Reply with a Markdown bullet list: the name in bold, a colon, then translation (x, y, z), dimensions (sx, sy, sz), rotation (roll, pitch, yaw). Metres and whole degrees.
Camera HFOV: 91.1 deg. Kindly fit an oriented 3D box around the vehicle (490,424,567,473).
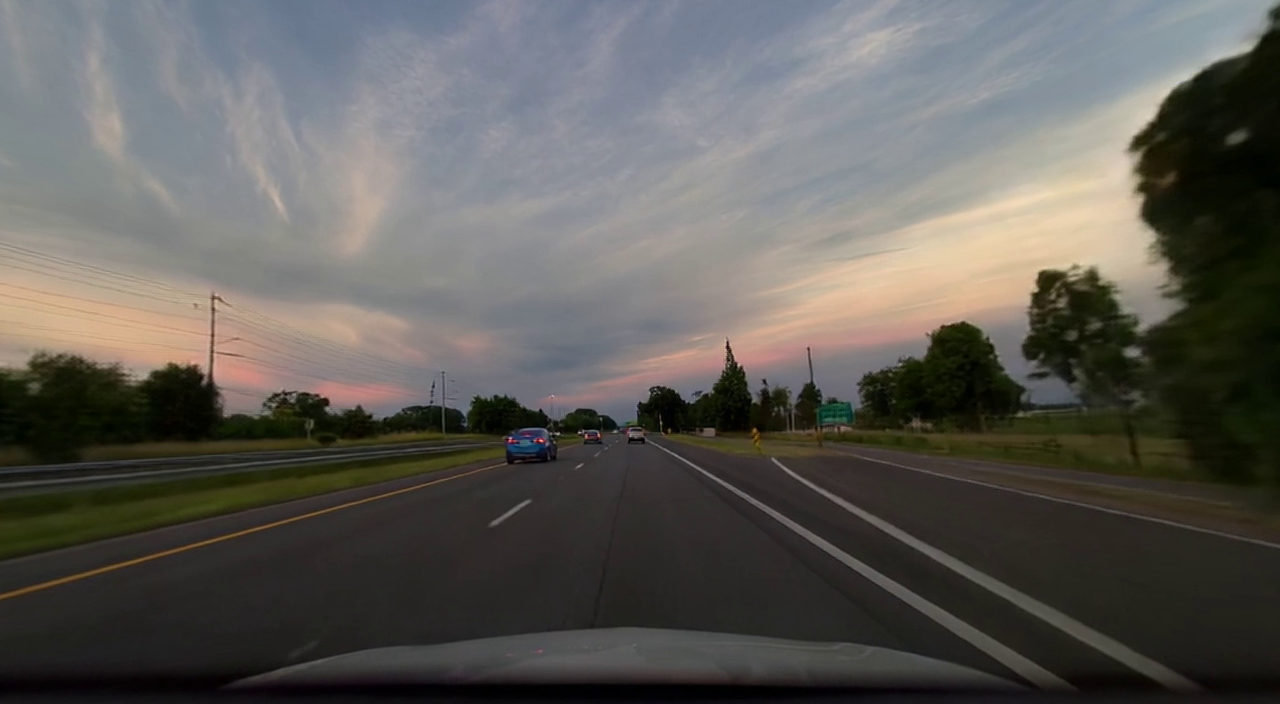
- **vehicle**: translation (-3.927, 3.456, 22.804), dimensions (2.023, 1.580, 4.259), rotation (0, -8, 0)
